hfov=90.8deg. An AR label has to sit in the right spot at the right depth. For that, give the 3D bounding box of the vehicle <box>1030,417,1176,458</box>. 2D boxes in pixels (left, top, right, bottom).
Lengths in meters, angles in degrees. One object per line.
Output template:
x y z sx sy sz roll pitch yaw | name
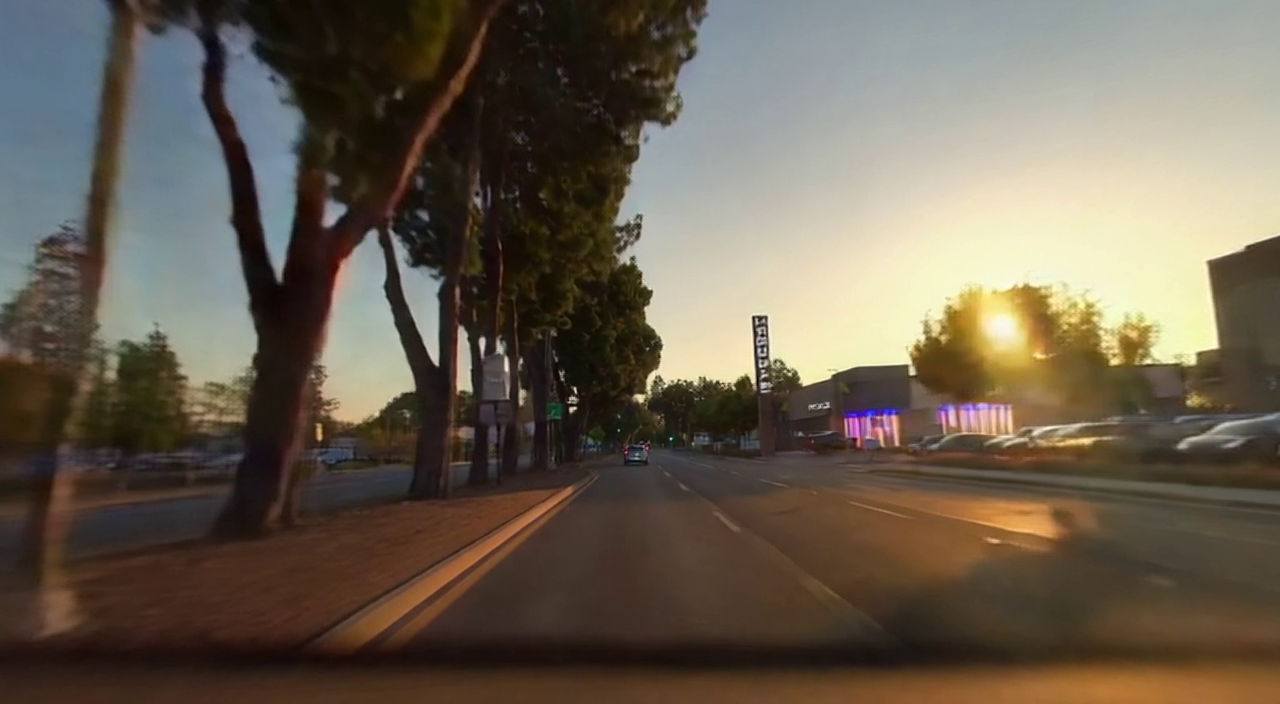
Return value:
20.180 3.773 27.756 4.586 1.668 2.113 -1 -8 6 | vehicle

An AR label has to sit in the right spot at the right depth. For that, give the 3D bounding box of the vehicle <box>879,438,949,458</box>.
20.713 7.266 47.832 4.396 1.450 1.956 -1 -8 3 | vehicle
